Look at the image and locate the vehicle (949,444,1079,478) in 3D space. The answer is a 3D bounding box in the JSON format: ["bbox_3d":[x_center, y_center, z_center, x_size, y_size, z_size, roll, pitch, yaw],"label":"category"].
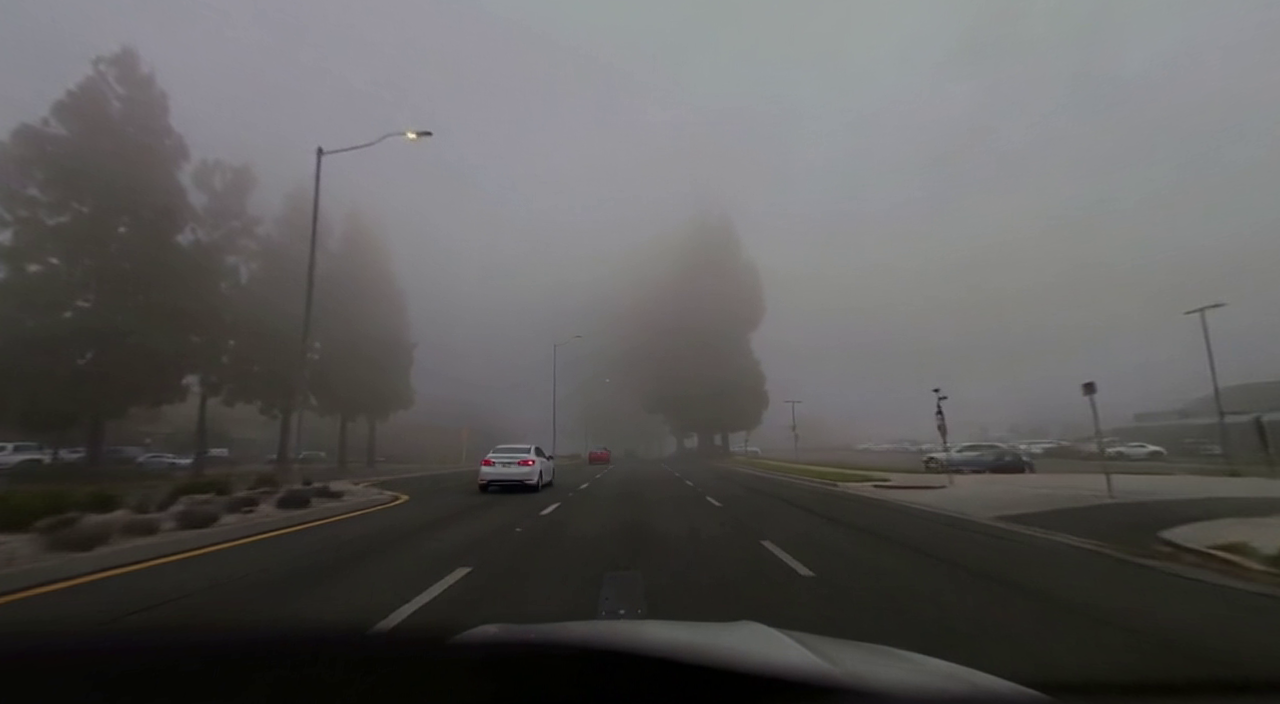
[{"bbox_3d":[16.201,4.717,27.545,4.341,1.412,2.035,0,-9,-1],"label":"vehicle"}]

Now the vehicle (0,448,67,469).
[{"bbox_3d":[-45.595,7.858,46.694,4.456,1.509,2.005,0,-9,0],"label":"vehicle"}]

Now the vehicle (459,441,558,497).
[{"bbox_3d":[-3.717,3.392,18.740,2.003,1.454,4.484,0,-9,0],"label":"vehicle"}]
